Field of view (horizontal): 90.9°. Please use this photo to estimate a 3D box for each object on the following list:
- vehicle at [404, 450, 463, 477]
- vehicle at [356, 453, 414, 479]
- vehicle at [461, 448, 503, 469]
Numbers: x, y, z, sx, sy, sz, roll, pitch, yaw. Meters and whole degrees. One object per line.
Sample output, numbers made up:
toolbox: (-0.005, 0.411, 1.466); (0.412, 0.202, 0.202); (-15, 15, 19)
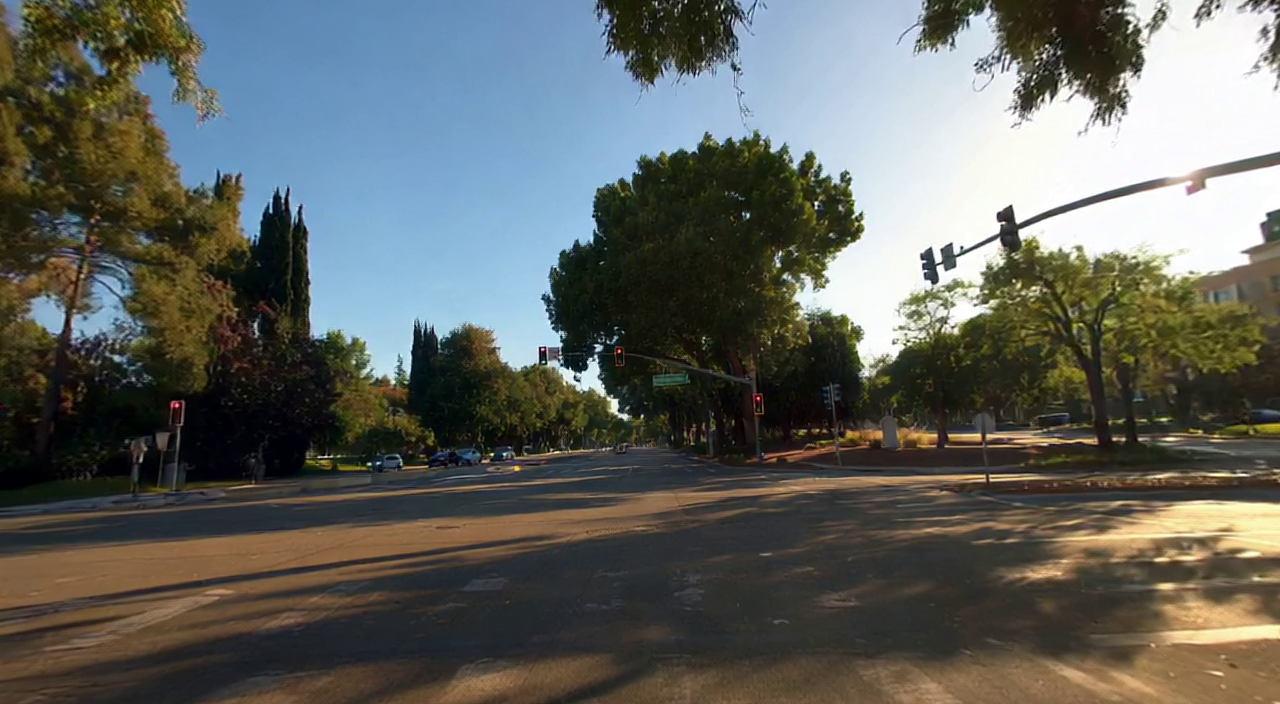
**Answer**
vehicle: (-12.497, 6.741, 38.416); (2.028, 1.455, 4.421); (0, -8, 1)
vehicle: (-16.108, 7.204, 40.065); (1.830, 1.440, 4.351); (0, -8, 1)
vehicle: (-11.846, 8.011, 47.549); (1.980, 1.452, 4.318); (0, -8, 2)
